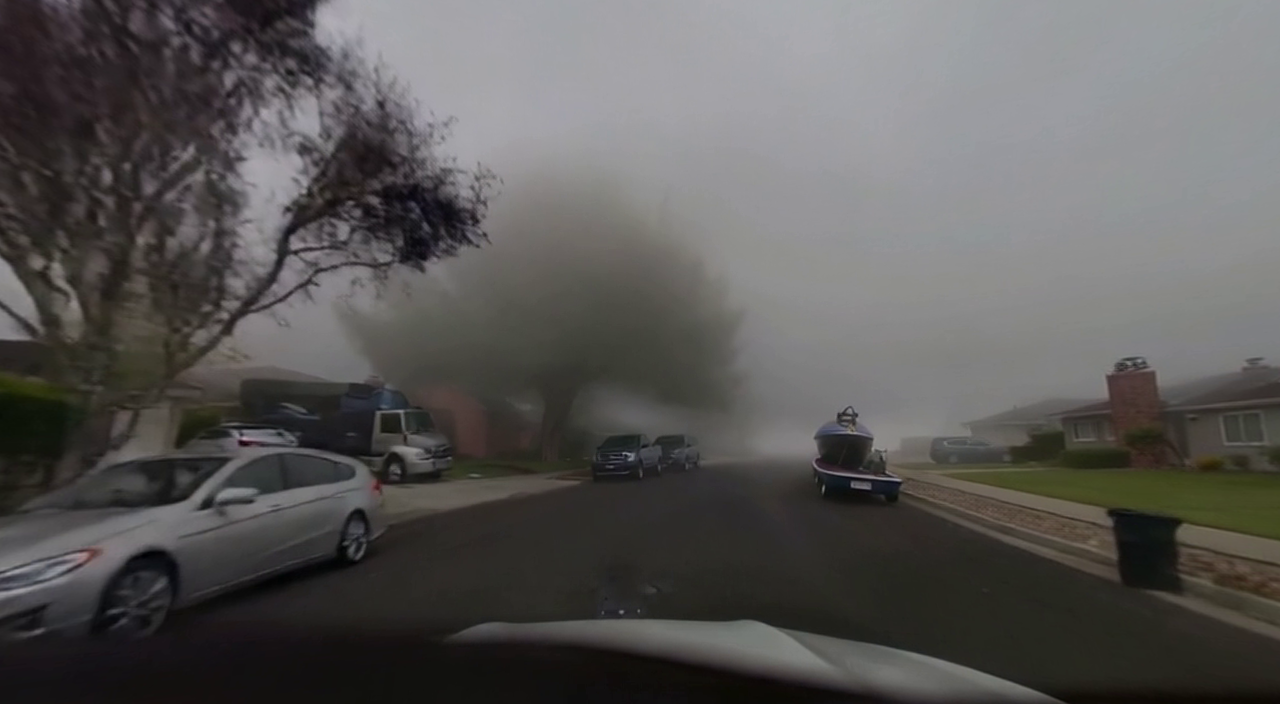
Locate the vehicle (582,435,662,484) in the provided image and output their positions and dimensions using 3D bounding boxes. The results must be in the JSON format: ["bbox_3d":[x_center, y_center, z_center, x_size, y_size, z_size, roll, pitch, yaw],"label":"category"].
[{"bbox_3d":[-0.592,4.311,25.540,2.052,1.745,4.737,-2,-9,14],"label":"vehicle"}]

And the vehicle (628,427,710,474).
[{"bbox_3d":[1.694,5.263,33.684,2.632,2.249,6.179,-3,-9,20],"label":"vehicle"}]

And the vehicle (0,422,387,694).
[{"bbox_3d":[-4.323,1.457,5.581,1.898,1.487,4.714,-1,-9,5],"label":"vehicle"}]

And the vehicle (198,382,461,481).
[{"bbox_3d":[-10.539,2.819,21.780,7.767,3.105,2.858,-2,-9,9],"label":"vehicle"}]

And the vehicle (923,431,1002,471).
[{"bbox_3d":[17.747,5.438,34.743,3.470,2.123,1.584,0,-7,3],"label":"vehicle"}]

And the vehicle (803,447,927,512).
[{"bbox_3d":[6.406,3.638,18.904,2.804,1.336,6.700,-1,-7,14],"label":"vehicle"}]
